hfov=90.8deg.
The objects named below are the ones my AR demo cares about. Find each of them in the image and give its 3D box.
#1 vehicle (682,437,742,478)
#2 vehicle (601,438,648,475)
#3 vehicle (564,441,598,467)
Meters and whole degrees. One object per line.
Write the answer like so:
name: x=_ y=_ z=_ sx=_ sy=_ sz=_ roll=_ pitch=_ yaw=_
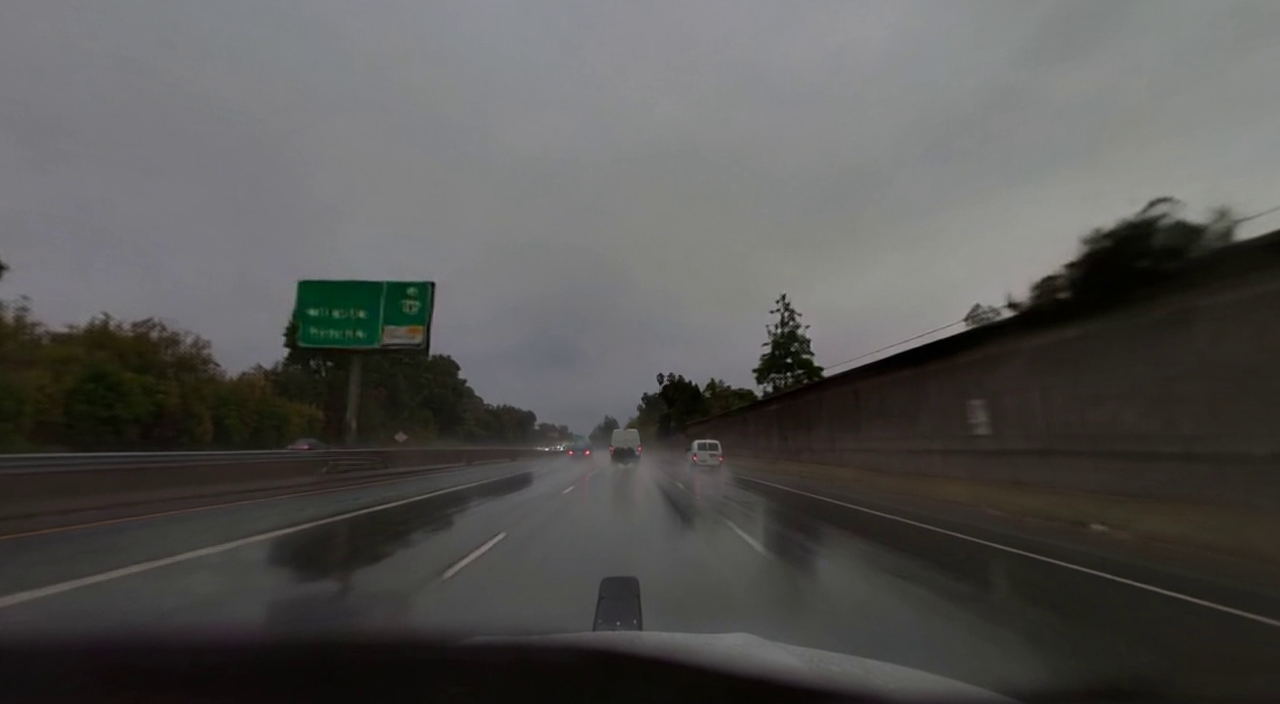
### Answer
vehicle: x=3.233 y=4.841 z=29.238 sx=2.160 sy=1.759 sz=4.214 roll=0 pitch=-8 yaw=-2
vehicle: x=-0.780 y=5.382 z=32.718 sx=2.297 sy=1.783 sz=4.355 roll=0 pitch=-8 yaw=-1
vehicle: x=-4.109 y=7.231 z=44.834 sx=2.023 sy=1.709 sz=4.263 roll=0 pitch=-8 yaw=0
